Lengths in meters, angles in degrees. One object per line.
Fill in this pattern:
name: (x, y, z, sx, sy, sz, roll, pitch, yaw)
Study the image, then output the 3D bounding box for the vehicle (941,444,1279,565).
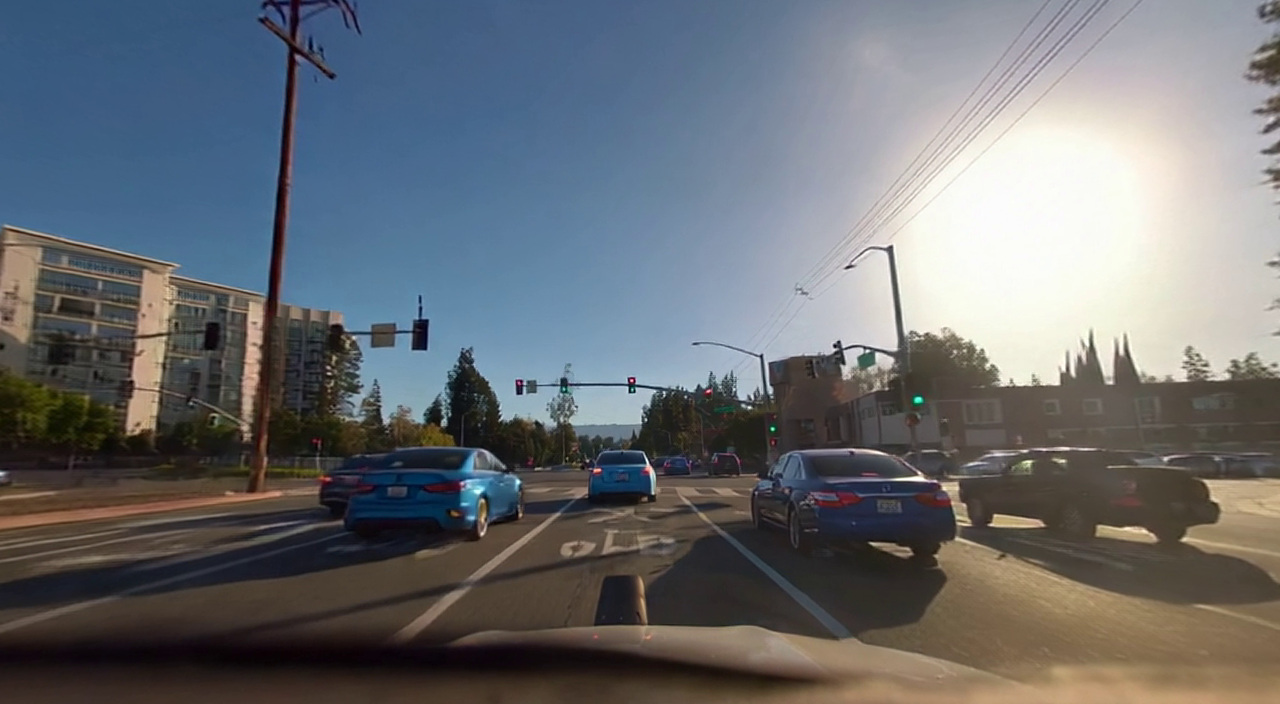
vehicle: (6.872, 2.209, 9.997, 2.004, 1.455, 4.417, 0, -9, -1)

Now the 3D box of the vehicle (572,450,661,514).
vehicle: (-0.555, 3.344, 16.792, 2.065, 1.464, 4.216, 0, -9, 0)

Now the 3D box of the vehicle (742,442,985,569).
vehicle: (3.056, 2.185, 9.865, 2.053, 1.490, 4.464, 0, -9, -2)

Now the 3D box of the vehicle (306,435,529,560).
vehicle: (-3.283, 2.229, 10.441, 2.073, 1.606, 4.364, 0, -9, 0)
